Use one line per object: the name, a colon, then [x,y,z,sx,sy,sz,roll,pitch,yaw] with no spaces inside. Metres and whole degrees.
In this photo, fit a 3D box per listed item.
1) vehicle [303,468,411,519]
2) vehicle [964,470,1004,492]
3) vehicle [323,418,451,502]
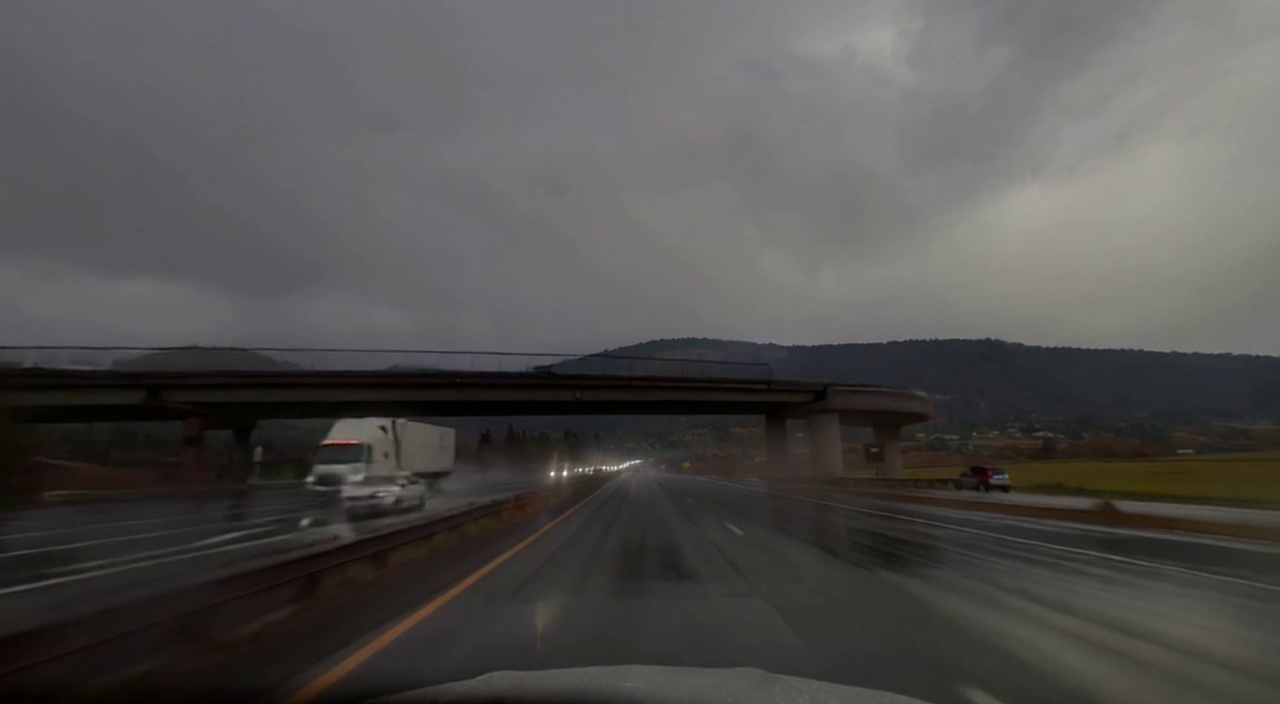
vehicle: [-8.995,4.503,20.371,1.716,1.429,3.637,1,-10,1]
vehicle: [26.902,10.061,49.357,1.951,1.616,4.175,-3,-11,18]
vehicle: [-13.365,5.965,34.531,2.933,3.849,9.640,1,-10,0]
